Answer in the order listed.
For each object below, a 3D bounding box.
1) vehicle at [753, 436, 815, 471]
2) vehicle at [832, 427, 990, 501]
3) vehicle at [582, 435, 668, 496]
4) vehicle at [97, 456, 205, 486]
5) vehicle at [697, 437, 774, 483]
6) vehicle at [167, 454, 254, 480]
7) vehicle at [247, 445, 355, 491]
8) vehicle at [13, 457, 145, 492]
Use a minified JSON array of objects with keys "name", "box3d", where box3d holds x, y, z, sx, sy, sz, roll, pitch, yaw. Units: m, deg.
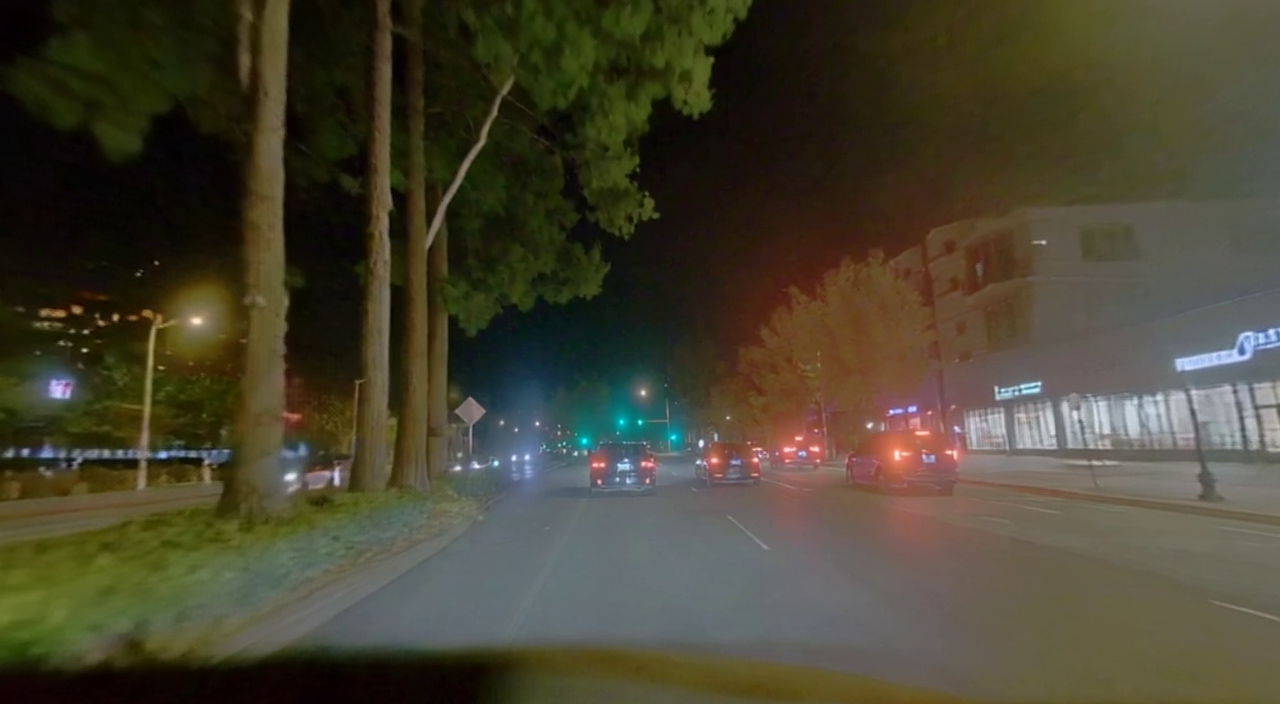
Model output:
[{"name":"vehicle","box3d":[7.283,5.177,32.427,2.025,1.666,4.448,0,-8,-1]},{"name":"vehicle","box3d":[7.044,2.960,17.124,2.052,1.708,4.842,0,-8,-1]},{"name":"vehicle","box3d":[-0.503,3.102,17.665,2.101,1.444,4.248,0,-8,-4]},{"name":"vehicle","box3d":[-28.371,6.904,36.767,4.576,1.606,2.063,0,-8,1]},{"name":"vehicle","box3d":[3.323,3.874,22.913,1.993,1.477,4.240,0,-8,-2]},{"name":"vehicle","box3d":[-28.537,7.607,42.034,4.398,1.630,1.878,0,-8,1]},{"name":"vehicle","box3d":[-12.563,4.274,23.704,1.934,1.491,3.684,-1,-8,1]},{"name":"vehicle","box3d":[-27.763,6.055,31.375,4.640,1.640,2.026,-1,-8,1]}]
